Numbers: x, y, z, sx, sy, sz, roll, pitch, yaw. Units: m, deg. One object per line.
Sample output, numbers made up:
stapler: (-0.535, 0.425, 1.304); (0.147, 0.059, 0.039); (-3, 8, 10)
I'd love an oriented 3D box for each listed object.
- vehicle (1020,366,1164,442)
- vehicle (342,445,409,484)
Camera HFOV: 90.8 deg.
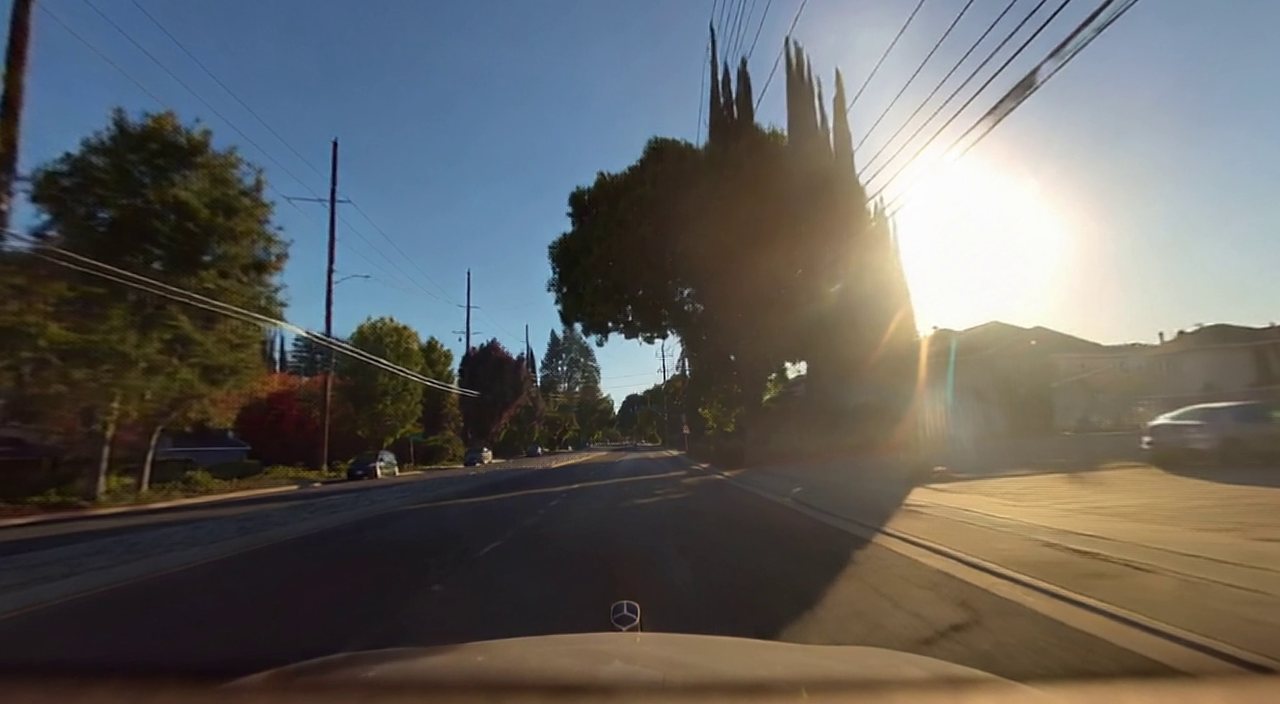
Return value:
vehicle: (23.712, 2.813, 33.621); (2.696, 3.581, 5.969); (-2, -6, -5)
vehicle: (-16.073, 6.803, 38.699); (2.071, 1.883, 4.915); (-7, -7, -3)
